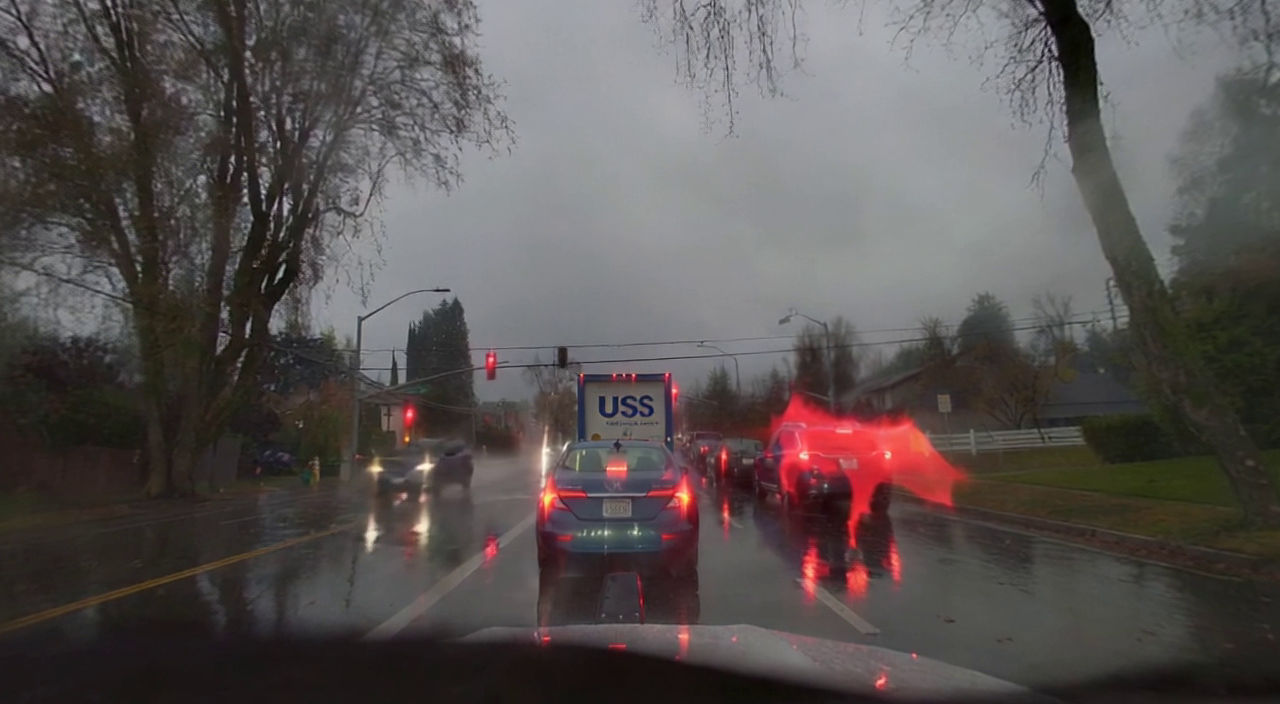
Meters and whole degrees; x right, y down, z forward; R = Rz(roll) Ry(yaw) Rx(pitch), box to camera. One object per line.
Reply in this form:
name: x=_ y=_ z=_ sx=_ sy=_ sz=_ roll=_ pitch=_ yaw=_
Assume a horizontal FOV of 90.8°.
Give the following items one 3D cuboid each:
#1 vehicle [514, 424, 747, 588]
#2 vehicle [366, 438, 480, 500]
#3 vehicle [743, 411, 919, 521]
vehicle: x=-0.139 y=1.730 z=7.978 sx=2.135 sy=1.483 sz=4.207 roll=0 pitch=-8 yaw=-2
vehicle: x=-6.355 y=3.457 z=19.078 sx=1.962 sy=1.640 sz=4.161 roll=0 pitch=-8 yaw=0
vehicle: x=3.600 y=2.260 z=12.985 sx=2.145 sy=1.847 sz=4.524 roll=0 pitch=-8 yaw=-1
